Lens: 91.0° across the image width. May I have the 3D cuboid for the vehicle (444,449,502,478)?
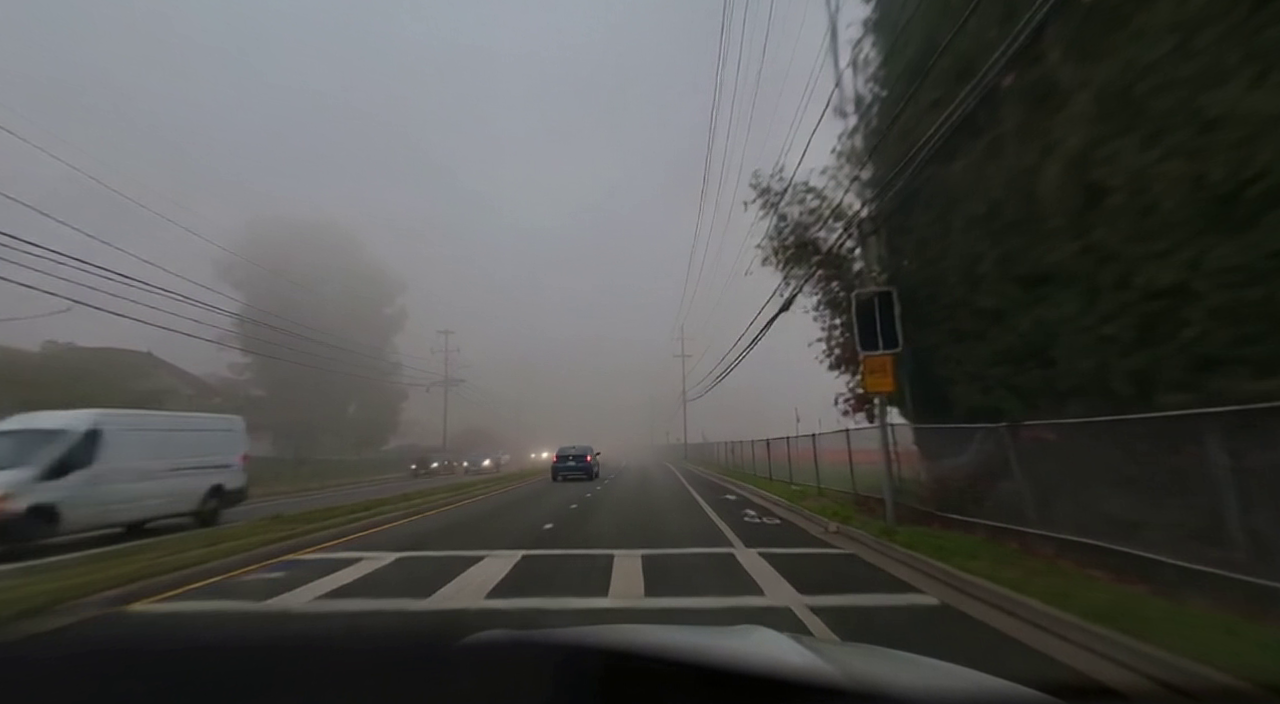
[{"bbox_3d":[-9.406,6.273,35.766,2.007,1.520,4.466,0,-9,1],"label":"vehicle"}]

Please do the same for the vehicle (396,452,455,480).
[{"bbox_3d":[-12.826,6.828,37.936,1.923,1.512,4.468,0,-9,0],"label":"vehicle"}]

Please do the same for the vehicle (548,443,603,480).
[{"bbox_3d":[-2.826,4.902,28.535,1.992,1.515,4.289,0,-9,1],"label":"vehicle"}]

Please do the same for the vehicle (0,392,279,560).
[{"bbox_3d":[-9.844,2.228,12.101,2.377,2.439,5.510,0,-9,1],"label":"vehicle"}]
